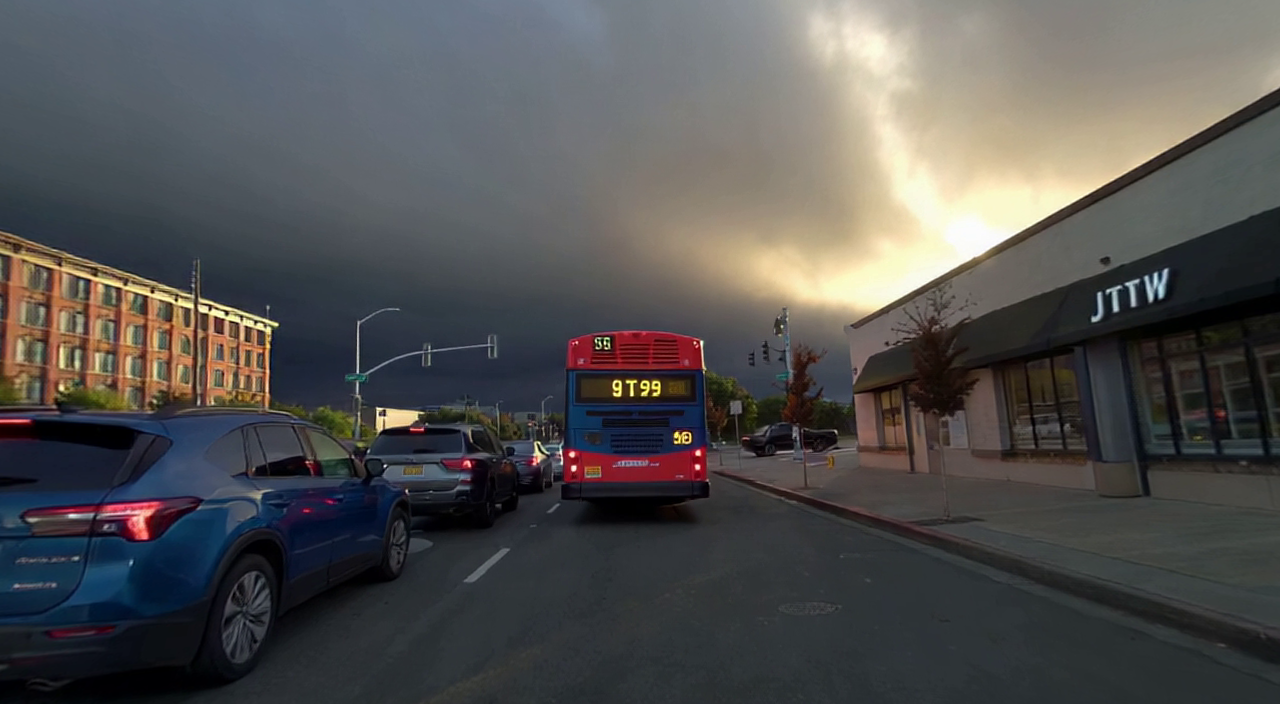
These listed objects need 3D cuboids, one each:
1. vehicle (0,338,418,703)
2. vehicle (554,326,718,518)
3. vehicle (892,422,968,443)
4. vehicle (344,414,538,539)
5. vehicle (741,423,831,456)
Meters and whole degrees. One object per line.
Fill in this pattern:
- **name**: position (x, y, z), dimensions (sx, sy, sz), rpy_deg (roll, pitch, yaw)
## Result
- **vehicle**: position (-3.217, 1.092, 3.979), dimensions (2.020, 1.725, 4.384), rpy_deg (0, -8, 0)
- **vehicle**: position (-0.315, 1.987, 16.504), dimensions (2.938, 3.468, 9.972), rpy_deg (0, -9, -3)
- **vehicle**: position (21.732, 6.052, 47.408), dimensions (4.827, 1.555, 1.863), rpy_deg (1, -9, -7)
- **vehicle**: position (-3.341, 2.199, 11.780), dimensions (2.096, 1.828, 4.669), rpy_deg (0, -8, 0)
- **vehicle**: position (9.961, 6.050, 43.498), dimensions (5.788, 2.165, 2.491), rpy_deg (-2, -9, 10)
